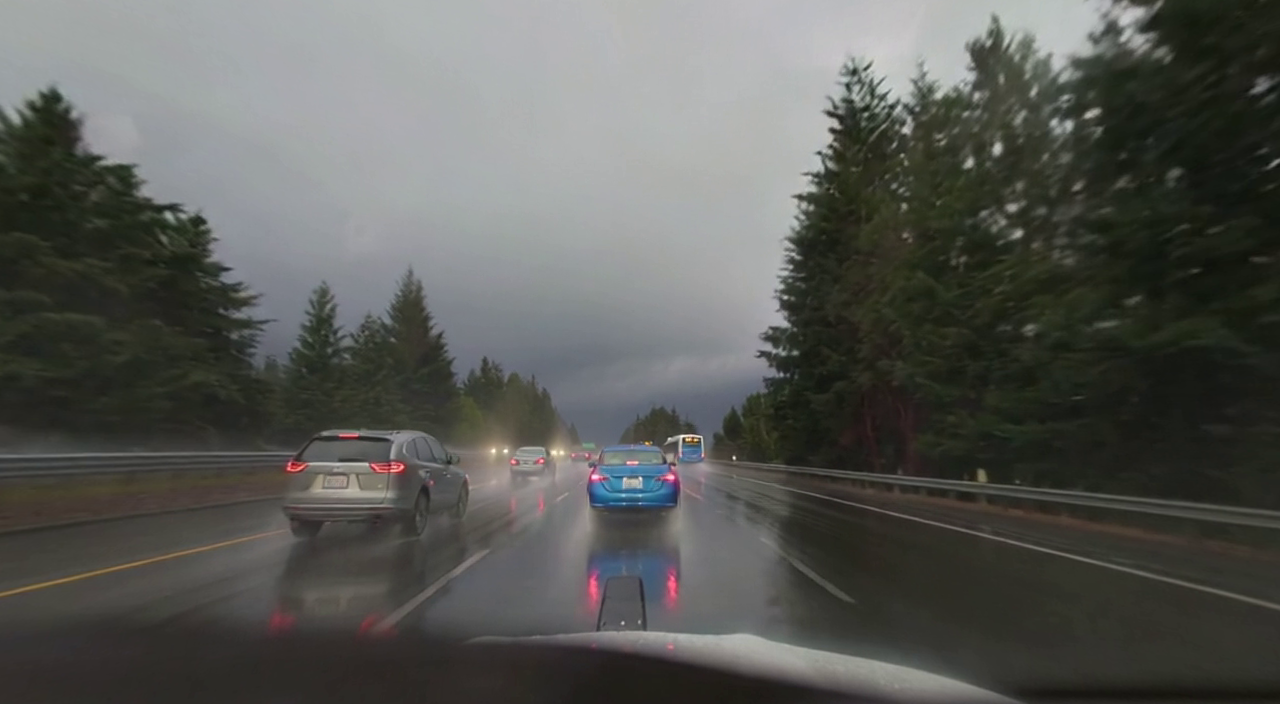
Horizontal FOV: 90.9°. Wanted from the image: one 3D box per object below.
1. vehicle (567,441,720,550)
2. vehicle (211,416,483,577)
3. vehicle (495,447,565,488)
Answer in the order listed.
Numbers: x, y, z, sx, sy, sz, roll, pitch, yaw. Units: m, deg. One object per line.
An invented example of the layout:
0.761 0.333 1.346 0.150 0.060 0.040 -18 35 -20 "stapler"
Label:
-0.011 2.320 10.863 2.120 1.478 4.179 0 -9 -2 "vehicle"
-3.667 1.875 8.895 1.830 1.703 4.142 0 -9 0 "vehicle"
-4.337 4.623 25.477 2.122 1.491 3.800 0 -9 0 "vehicle"
